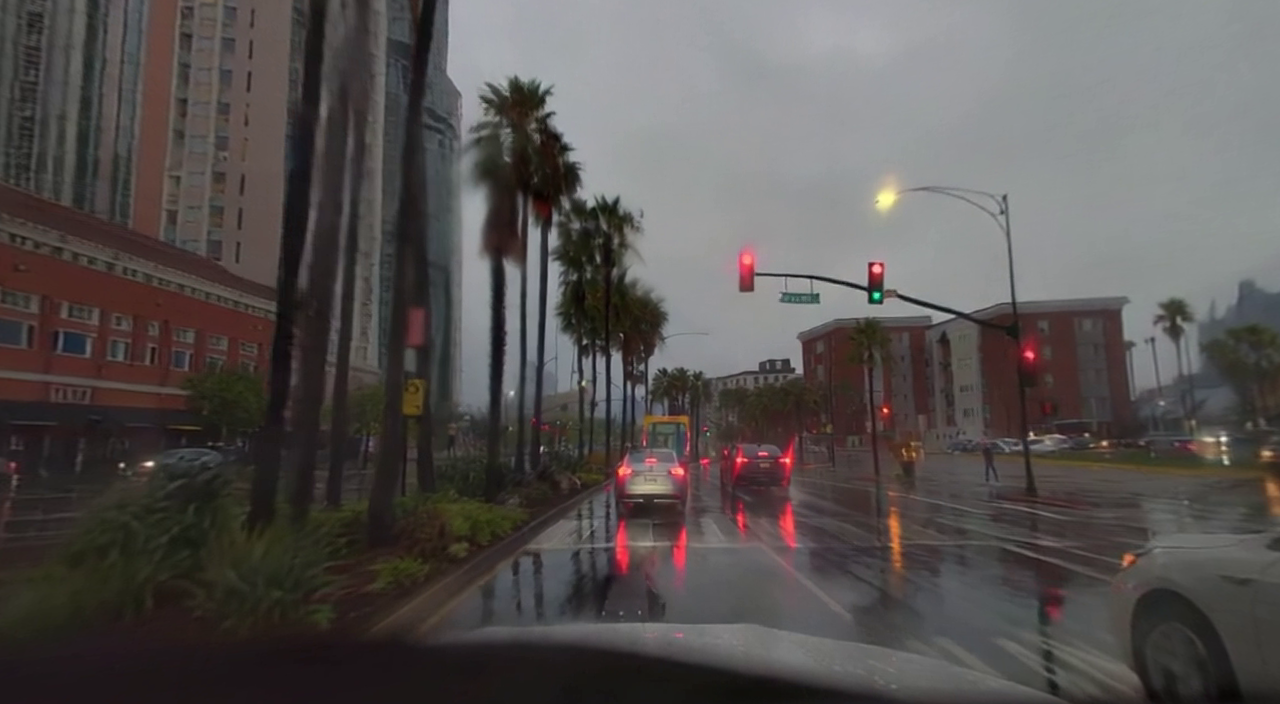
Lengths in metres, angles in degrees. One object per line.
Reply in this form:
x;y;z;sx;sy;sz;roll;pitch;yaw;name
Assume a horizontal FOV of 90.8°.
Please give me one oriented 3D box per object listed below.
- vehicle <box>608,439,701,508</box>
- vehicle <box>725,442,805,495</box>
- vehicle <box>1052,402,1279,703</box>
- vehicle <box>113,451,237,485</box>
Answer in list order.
0.384;2.973;15.869;2.048;1.503;3.681;0;-8;2;vehicle
3.883;3.661;20.229;1.909;1.500;3.524;0;-8;1;vehicle
3.557;0.834;1.734;1.920;1.490;4.417;0;-8;1;vehicle
-22.154;5.512;30.371;1.809;1.472;4.601;-2;-9;13;vehicle
